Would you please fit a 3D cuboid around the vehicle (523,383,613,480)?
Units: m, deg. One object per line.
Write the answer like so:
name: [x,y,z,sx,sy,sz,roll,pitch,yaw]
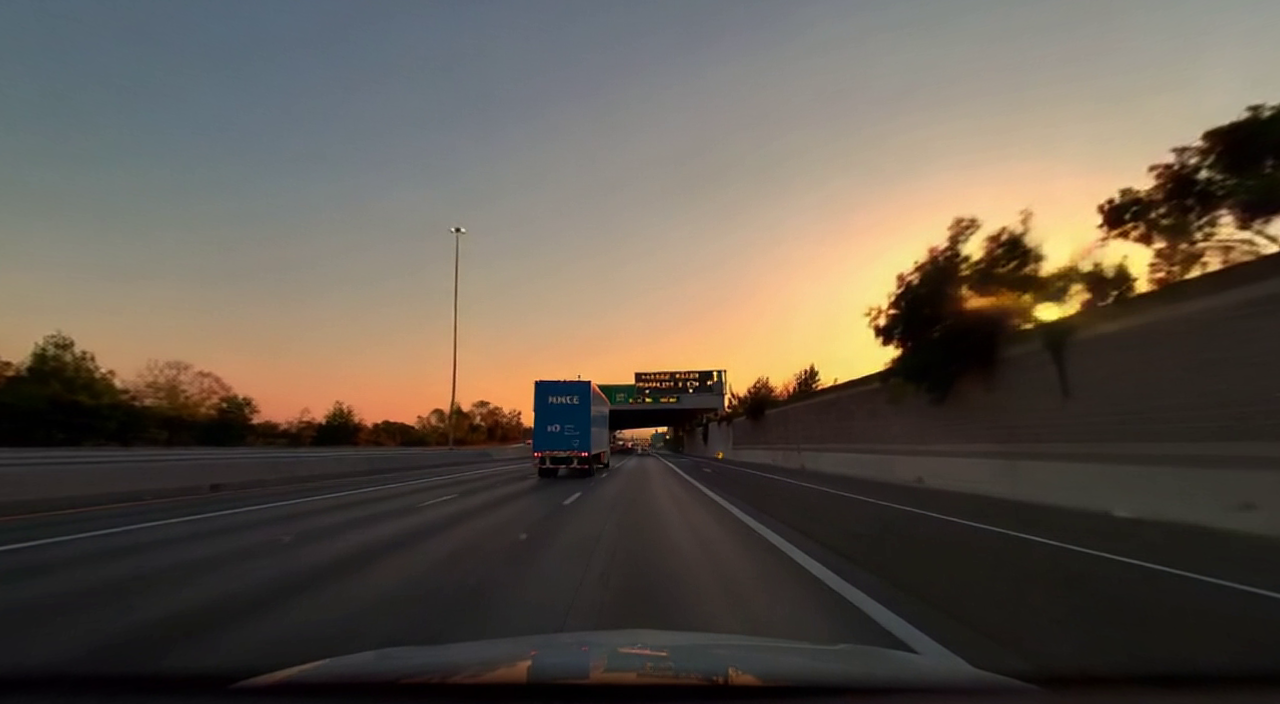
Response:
vehicle: [-3.164,4.089,31.374,3.059,3.956,11.036,0,-9,1]
